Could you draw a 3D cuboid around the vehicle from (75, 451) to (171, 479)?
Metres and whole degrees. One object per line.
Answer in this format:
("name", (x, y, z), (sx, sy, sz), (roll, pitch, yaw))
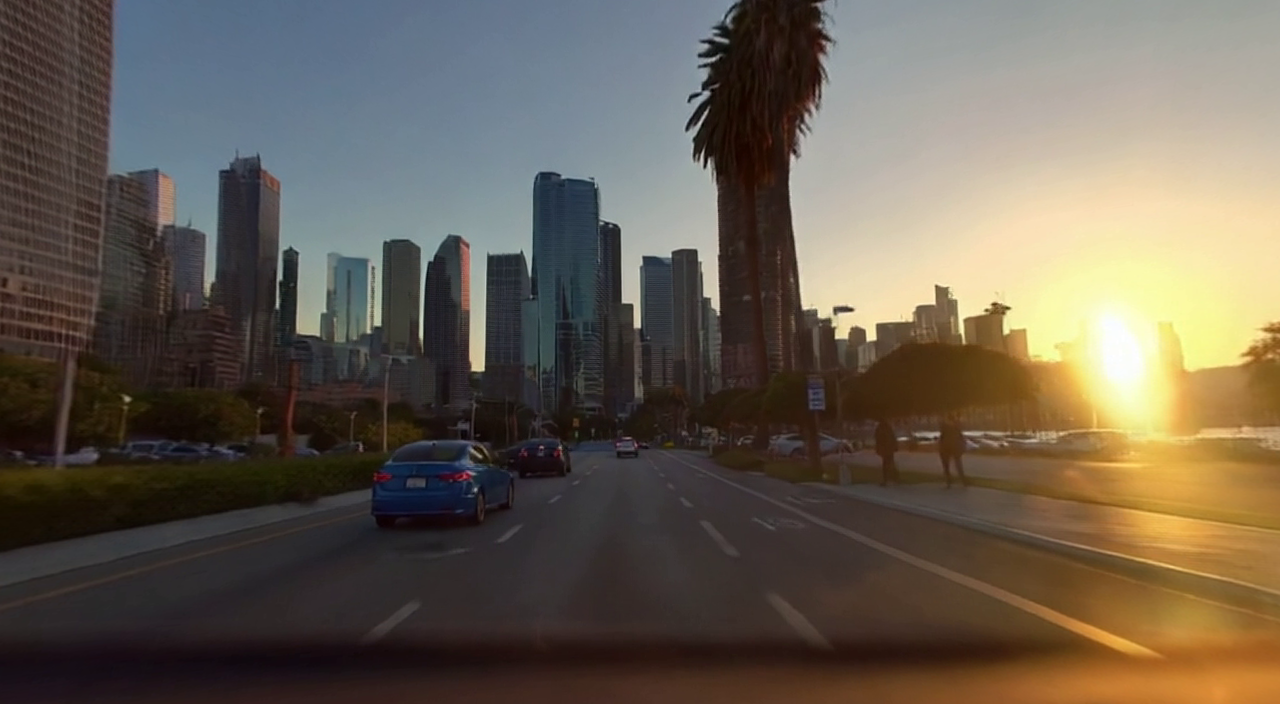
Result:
("vehicle", (-30.954, 6.761, 38.073), (1.859, 1.524, 4.812), (0, -8, -2))

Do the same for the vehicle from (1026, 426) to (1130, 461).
("vehicle", (25.053, 5.287, 36.449), (2.147, 1.886, 5.603), (0, -8, 2))

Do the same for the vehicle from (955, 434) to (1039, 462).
("vehicle", (20.330, 5.479, 36.273), (1.976, 1.431, 4.774), (-1, -8, -1))

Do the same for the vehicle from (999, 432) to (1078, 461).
("vehicle", (22.707, 5.423, 36.179), (1.938, 1.522, 4.121), (0, -8, 2))

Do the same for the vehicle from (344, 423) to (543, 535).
("vehicle", (-3.099, 2.104, 11.086), (2.071, 1.544, 4.383), (0, -8, 0))

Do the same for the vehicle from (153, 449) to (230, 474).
("vehicle", (-31.114, 7.563, 43.997), (1.888, 1.625, 4.699), (0, -8, 0))

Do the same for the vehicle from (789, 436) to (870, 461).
("vehicle", (12.771, 6.536, 42.742), (4.749, 1.522, 1.905), (-1, -9, -3))

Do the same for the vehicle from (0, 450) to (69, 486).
("vehicle", (-31.059, 5.711, 31.238), (1.835, 1.664, 3.972), (-1, -8, 2))

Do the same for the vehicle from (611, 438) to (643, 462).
("vehicle", (-0.841, 6.458, 41.595), (2.004, 1.465, 3.713), (0, -8, 0))
